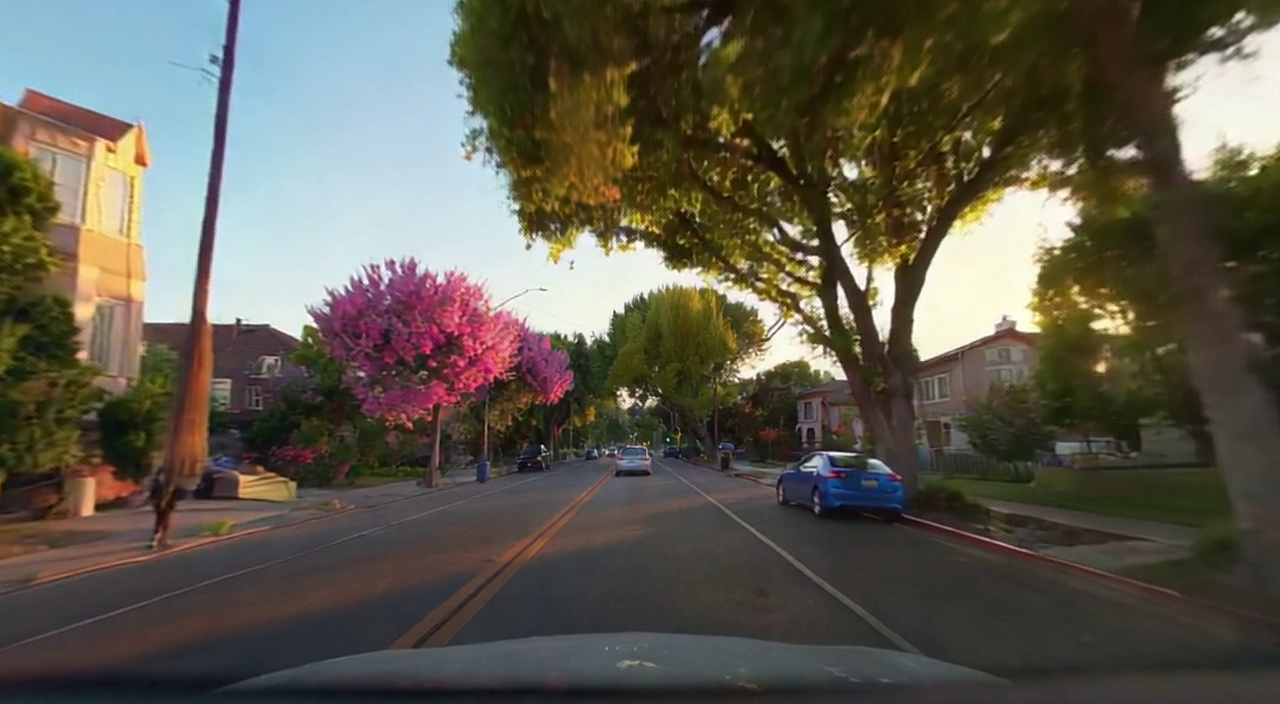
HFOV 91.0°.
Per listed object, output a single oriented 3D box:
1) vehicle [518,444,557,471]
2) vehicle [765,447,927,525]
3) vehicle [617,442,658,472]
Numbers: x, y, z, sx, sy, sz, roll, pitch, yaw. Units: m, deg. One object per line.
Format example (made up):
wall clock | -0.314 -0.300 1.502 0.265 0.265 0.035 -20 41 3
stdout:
vehicle | -7.561 7.837 46.686 2.022 1.795 4.337 -3 -10 1
vehicle | 4.473 2.962 14.698 1.977 1.481 5.155 0 -8 -1
vehicle | -0.149 5.609 33.725 2.104 1.500 3.815 0 -8 -1
